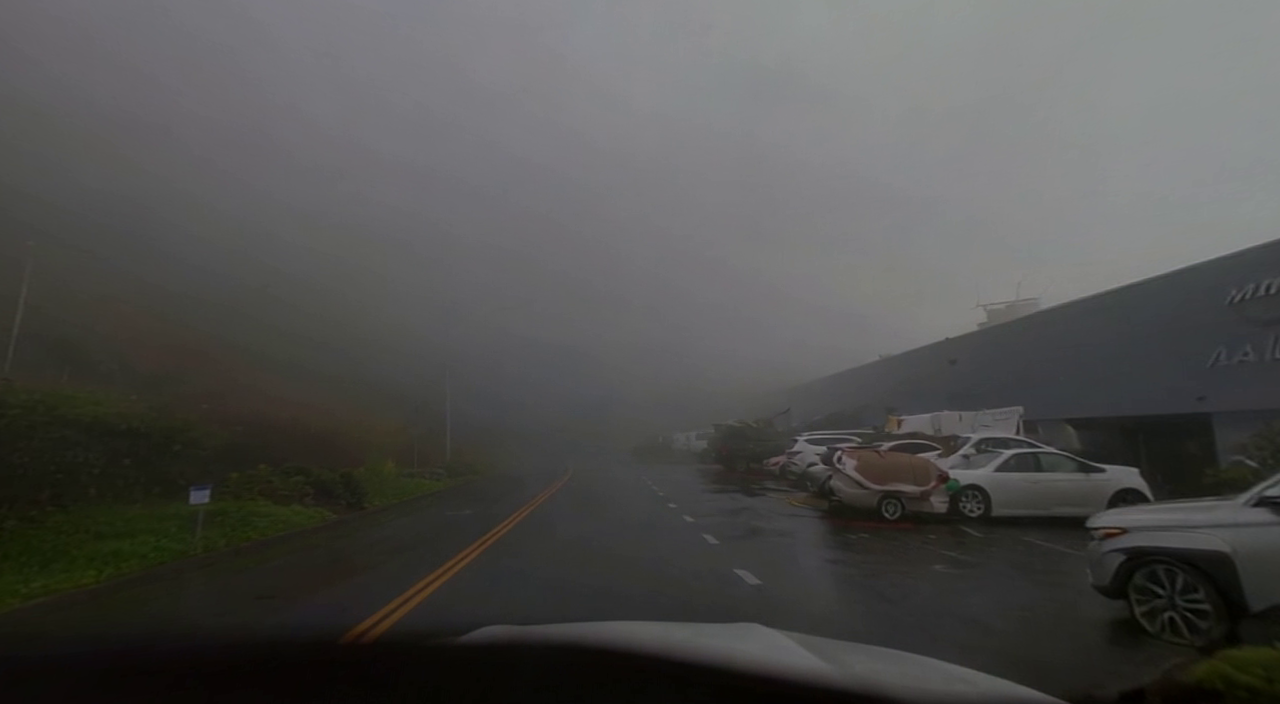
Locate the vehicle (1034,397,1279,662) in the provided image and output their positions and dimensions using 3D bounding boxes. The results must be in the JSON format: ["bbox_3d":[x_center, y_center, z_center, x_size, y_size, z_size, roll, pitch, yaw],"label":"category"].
[{"bbox_3d":[5.995,1.308,4.709,2.113,1.945,4.546,5,-10,-29],"label":"vehicle"}]

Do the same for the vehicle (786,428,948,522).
[{"bbox_3d":[5.084,2.804,14.850,1.977,1.860,4.237,0,-9,-4],"label":"vehicle"}]
